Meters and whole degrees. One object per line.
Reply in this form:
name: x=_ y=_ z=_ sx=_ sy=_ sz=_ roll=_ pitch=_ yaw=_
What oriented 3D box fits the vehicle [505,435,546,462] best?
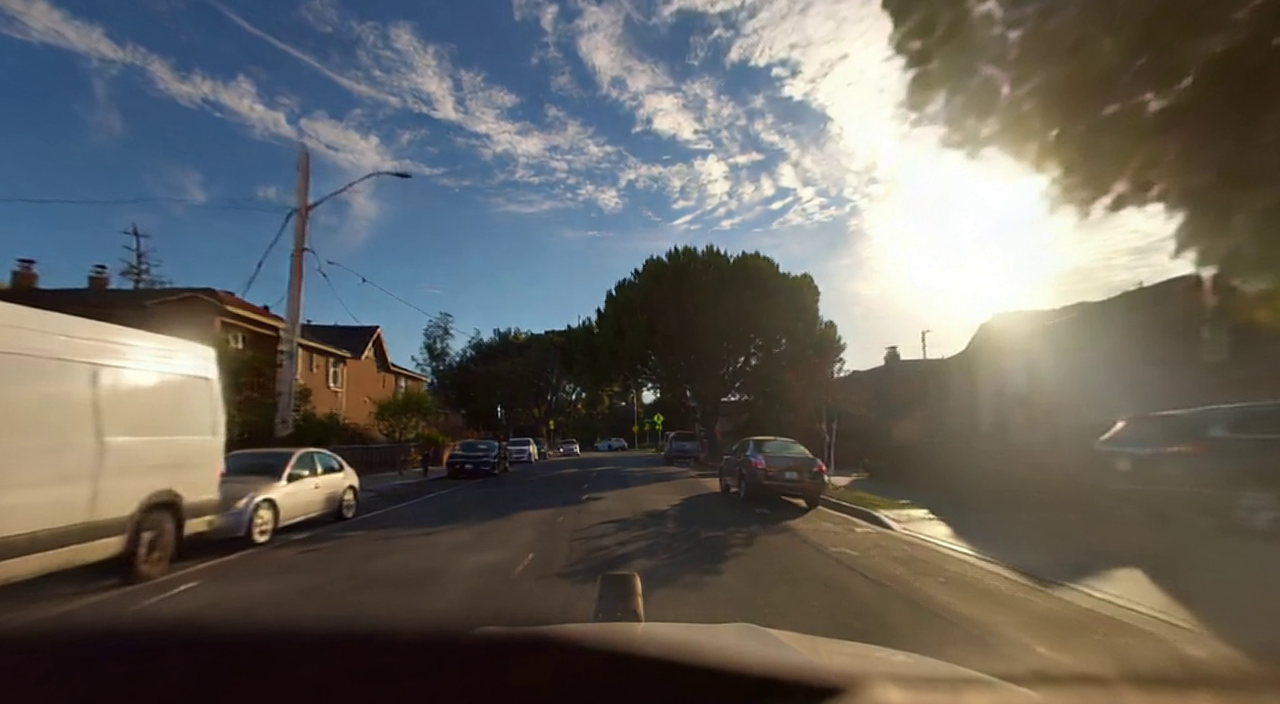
vehicle: x=-6.749 y=5.705 z=37.548 sx=1.842 sy=1.540 sz=3.704 roll=0 pitch=-7 yaw=-2

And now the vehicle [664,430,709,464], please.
vehicle: x=2.365 y=5.000 z=33.292 sx=1.997 sy=1.663 sz=4.544 roll=0 pitch=-8 yaw=-1

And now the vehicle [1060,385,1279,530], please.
vehicle: x=8.937 y=1.484 z=9.109 sx=4.176 sy=1.855 sz=2.122 roll=-3 pitch=-8 yaw=16

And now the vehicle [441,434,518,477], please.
vehicle: x=-6.147 y=3.984 z=24.847 sx=1.972 sy=1.502 sz=5.530 roll=0 pitch=-7 yaw=-4

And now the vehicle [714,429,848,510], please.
vehicle: x=3.059 y=2.619 z=14.873 sx=1.875 sy=1.568 sz=4.899 roll=1 pitch=-7 yaw=-2

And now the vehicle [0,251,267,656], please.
vehicle: x=-5.465 y=0.697 z=4.322 sx=2.270 sy=2.706 sz=5.871 roll=0 pitch=-8 yaw=-2
